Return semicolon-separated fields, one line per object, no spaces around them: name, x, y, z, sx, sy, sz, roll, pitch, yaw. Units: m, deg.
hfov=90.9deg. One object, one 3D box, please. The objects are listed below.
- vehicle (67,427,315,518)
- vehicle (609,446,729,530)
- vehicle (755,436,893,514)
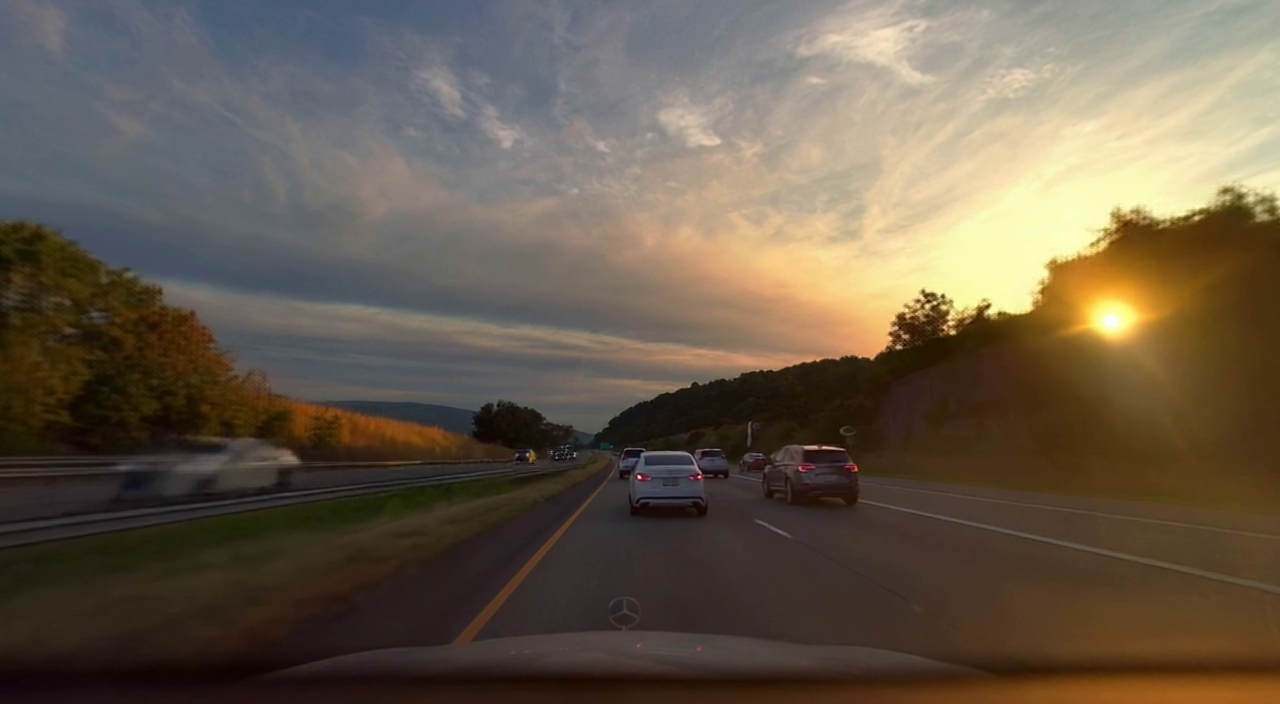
vehicle;-8.557;2.327;12.585;1.941;1.483;4.061;0;-9;0
vehicle;0.470;2.671;12.936;2.094;1.426;3.725;0;-9;-1
vehicle;4.394;3.020;15.963;1.998;1.657;4.604;0;-9;-1
